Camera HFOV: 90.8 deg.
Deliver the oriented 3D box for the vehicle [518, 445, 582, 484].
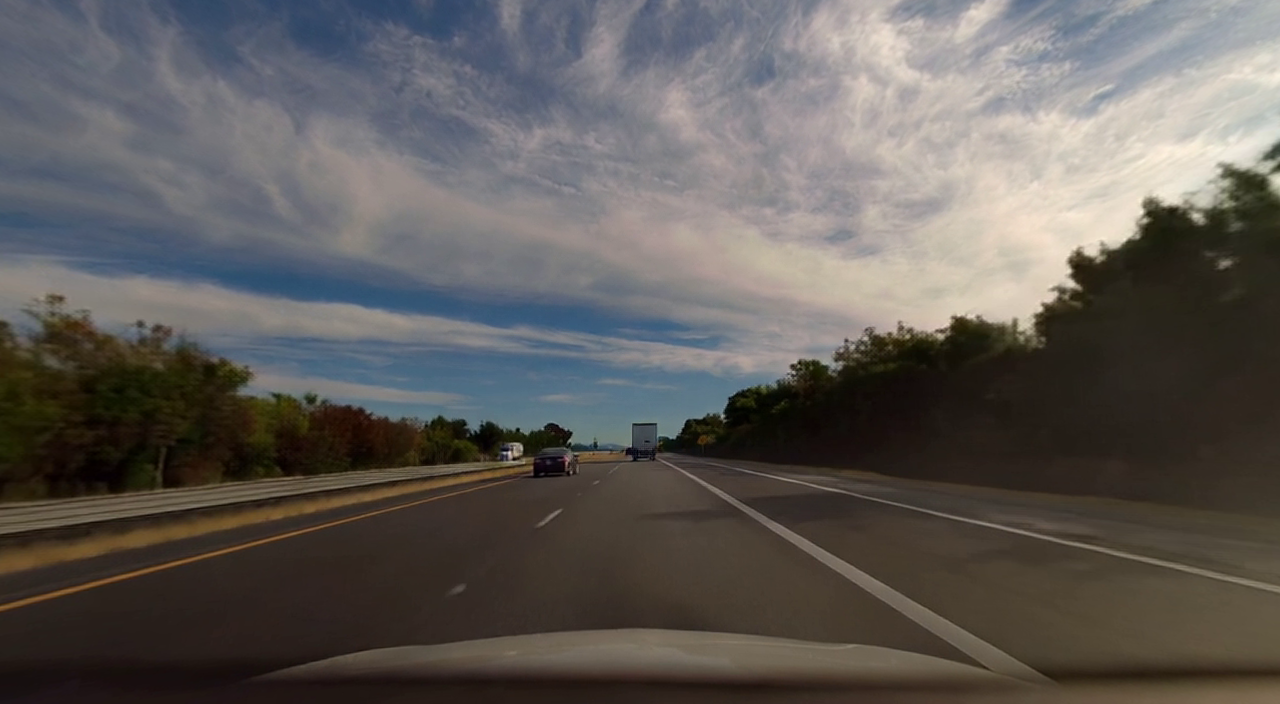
[{"bbox_3d":[-3.598,4.559,25.898,1.955,1.438,4.100,-1,-9,1],"label":"vehicle"}]
